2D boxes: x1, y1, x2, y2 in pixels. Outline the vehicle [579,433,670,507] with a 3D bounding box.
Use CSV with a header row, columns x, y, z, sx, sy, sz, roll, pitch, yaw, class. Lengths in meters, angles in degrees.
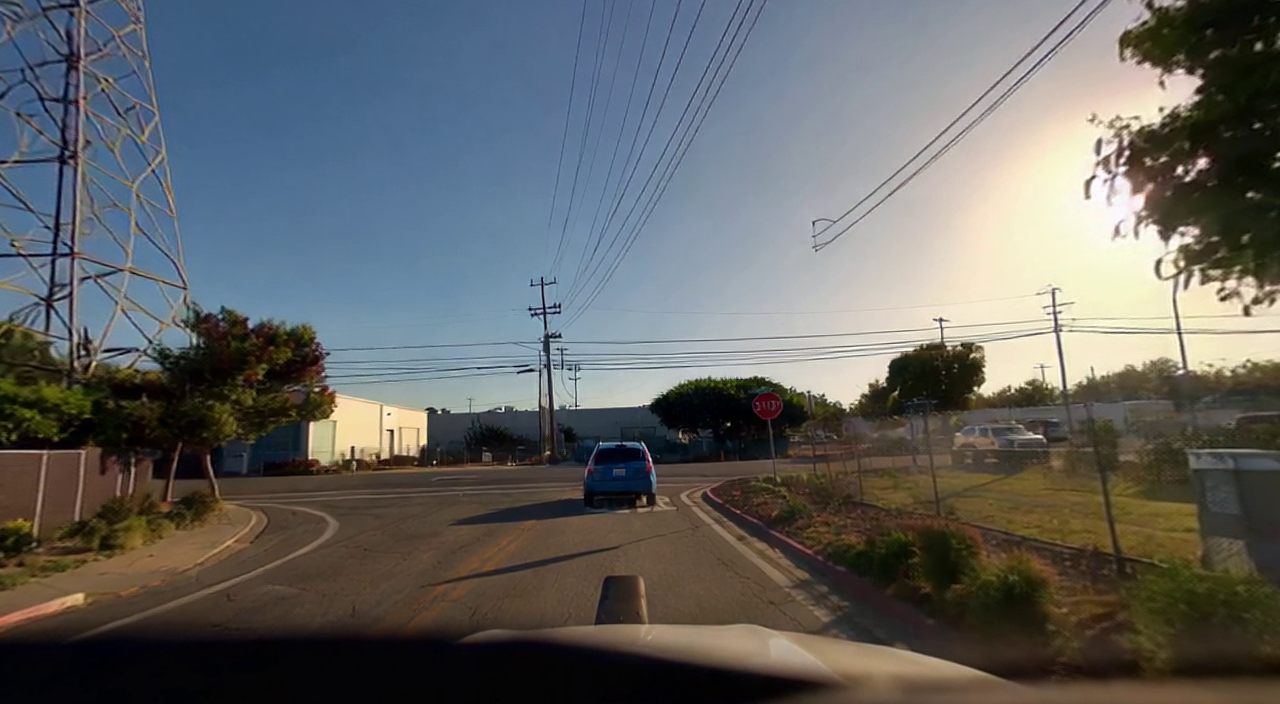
x,y,z,sx,sy,sz,roll,pitch,yaw,class
-0.490,3.084,16.972,2.137,1.698,4.166,0,-8,-4,vehicle
